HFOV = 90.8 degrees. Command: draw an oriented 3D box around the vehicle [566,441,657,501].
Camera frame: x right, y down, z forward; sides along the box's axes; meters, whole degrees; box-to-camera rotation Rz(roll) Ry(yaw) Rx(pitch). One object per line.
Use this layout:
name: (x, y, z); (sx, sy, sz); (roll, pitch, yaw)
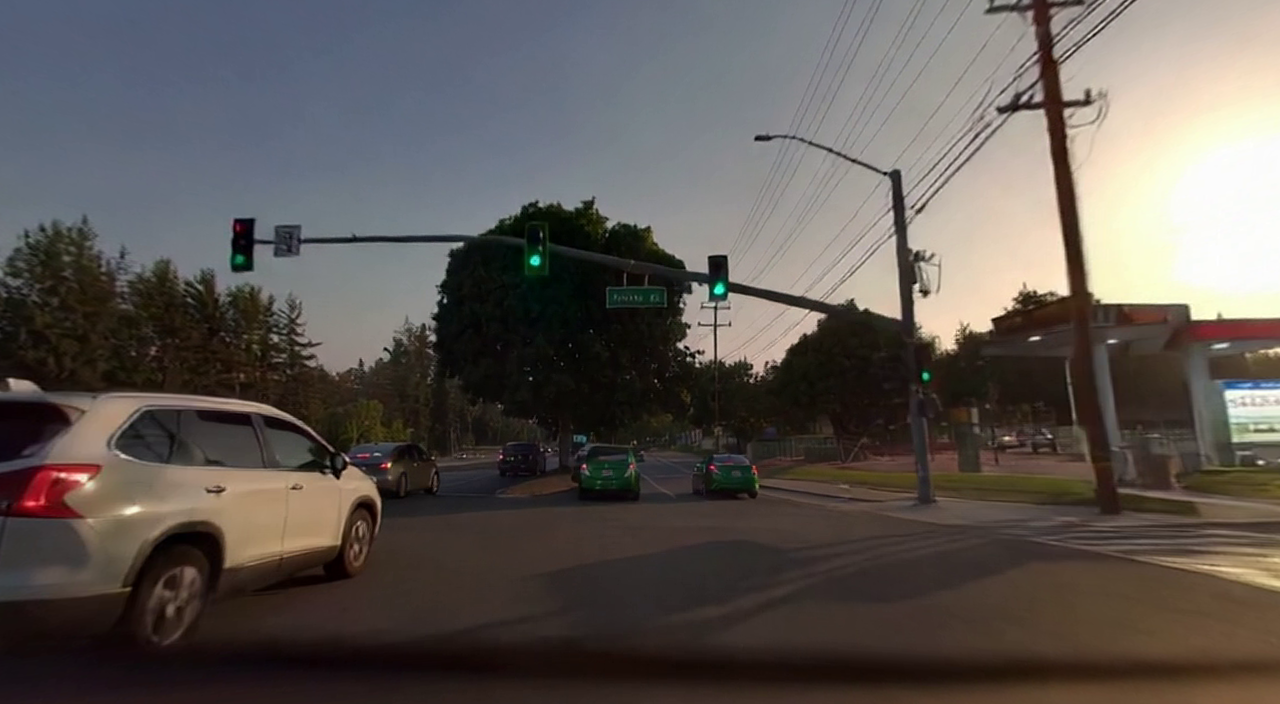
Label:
vehicle: (-0.672, 3.167, 17.285); (2.189, 1.437, 4.135); (0, -8, 0)

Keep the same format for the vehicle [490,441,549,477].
vehicle: (-6.867, 6.142, 36.542); (2.385, 1.918, 5.056); (0, -8, 0)

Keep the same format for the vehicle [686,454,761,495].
vehicle: (2.988, 4.489, 23.582); (2.065, 1.302, 4.416); (0, -8, -1)

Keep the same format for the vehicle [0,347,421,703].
vehicle: (-3.464, 1.125, 4.889); (1.922, 1.642, 4.547); (0, -8, 0)
